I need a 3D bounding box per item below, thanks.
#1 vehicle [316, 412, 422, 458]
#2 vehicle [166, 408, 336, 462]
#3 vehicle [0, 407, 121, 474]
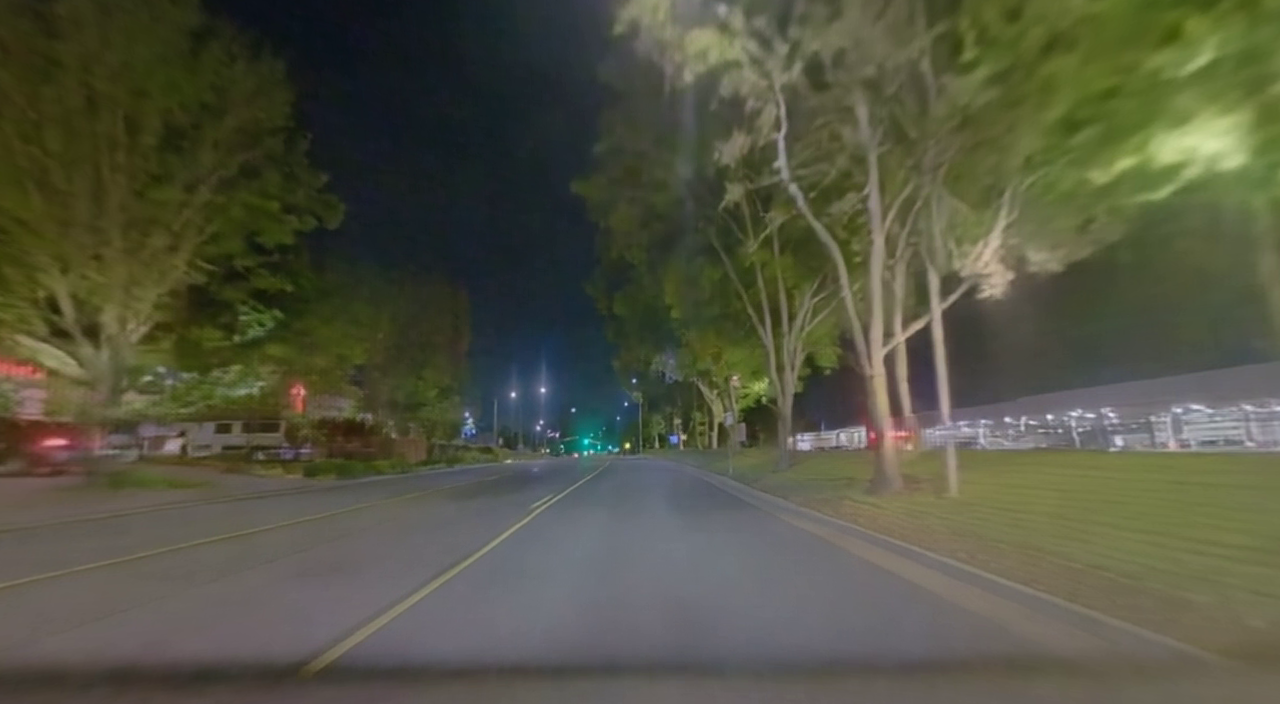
[{"bbox_3d":[-19.840,6.127,46.542,6.595,3.267,2.535,0,-8,0],"label":"vehicle"},{"bbox_3d":[-19.675,4.271,32.276,6.919,2.613,2.356,0,-9,-4],"label":"vehicle"},{"bbox_3d":[-19.340,2.704,19.168,5.109,1.891,2.206,0,-9,-1],"label":"vehicle"}]
